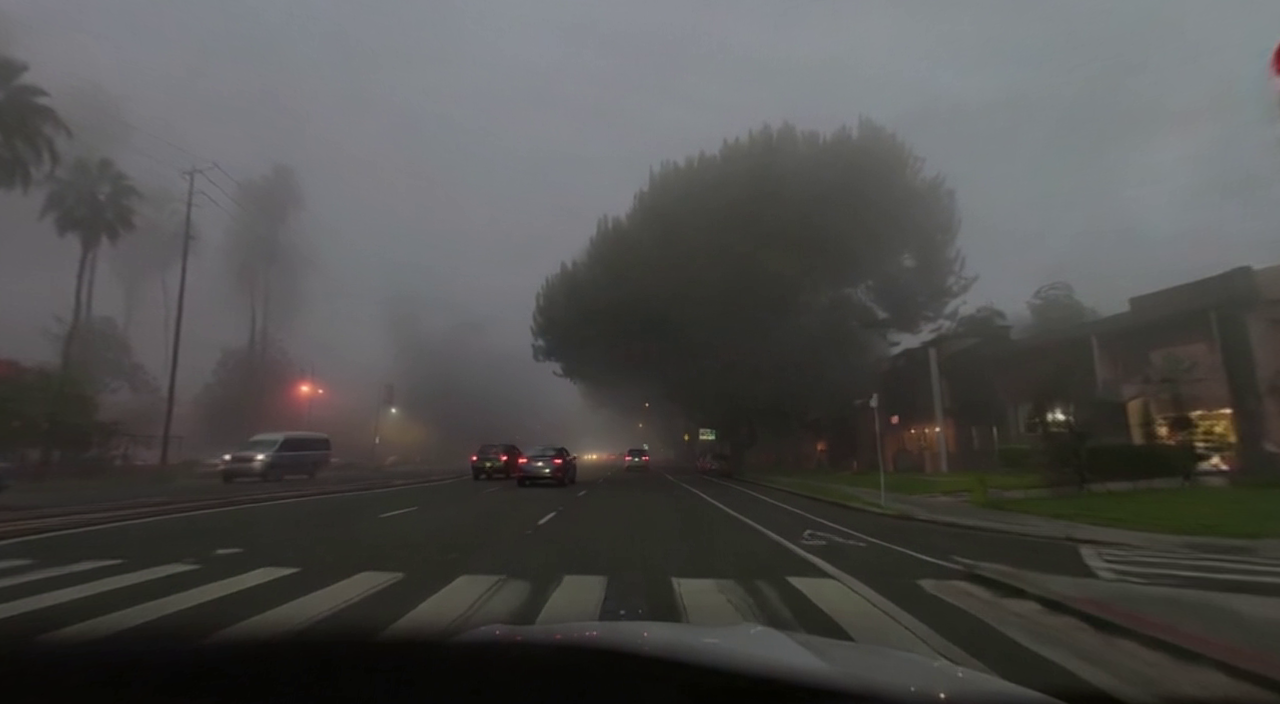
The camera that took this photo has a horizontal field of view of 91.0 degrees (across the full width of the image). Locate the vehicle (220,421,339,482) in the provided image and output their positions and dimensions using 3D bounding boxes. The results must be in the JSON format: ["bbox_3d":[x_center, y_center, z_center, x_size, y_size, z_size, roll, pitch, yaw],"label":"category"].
[{"bbox_3d":[-17.712,4.937,31.415,2.331,2.714,5.872,0,-9,1],"label":"vehicle"}]

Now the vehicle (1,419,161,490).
[{"bbox_3d":[-25.810,4.747,29.440,2.512,2.978,5.172,0,-9,1],"label":"vehicle"}]

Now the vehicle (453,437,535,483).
[{"bbox_3d":[-7.055,5.307,31.381,2.457,2.010,6.330,0,-9,1],"label":"vehicle"}]

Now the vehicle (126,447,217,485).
[{"bbox_3d":[-25.461,6.177,34.393,2.096,1.778,3.972,-3,-8,-3],"label":"vehicle"}]

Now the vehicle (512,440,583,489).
[{"bbox_3d":[-3.707,4.593,25.999,2.116,1.806,4.516,0,-9,2],"label":"vehicle"}]

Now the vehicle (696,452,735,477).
[{"bbox_3d":[4.997,7.514,42.198,1.994,1.507,4.173,1,-9,-2],"label":"vehicle"}]

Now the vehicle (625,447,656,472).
[{"bbox_3d":[0.010,8.178,48.028,2.280,1.803,4.240,0,-9,0],"label":"vehicle"}]
